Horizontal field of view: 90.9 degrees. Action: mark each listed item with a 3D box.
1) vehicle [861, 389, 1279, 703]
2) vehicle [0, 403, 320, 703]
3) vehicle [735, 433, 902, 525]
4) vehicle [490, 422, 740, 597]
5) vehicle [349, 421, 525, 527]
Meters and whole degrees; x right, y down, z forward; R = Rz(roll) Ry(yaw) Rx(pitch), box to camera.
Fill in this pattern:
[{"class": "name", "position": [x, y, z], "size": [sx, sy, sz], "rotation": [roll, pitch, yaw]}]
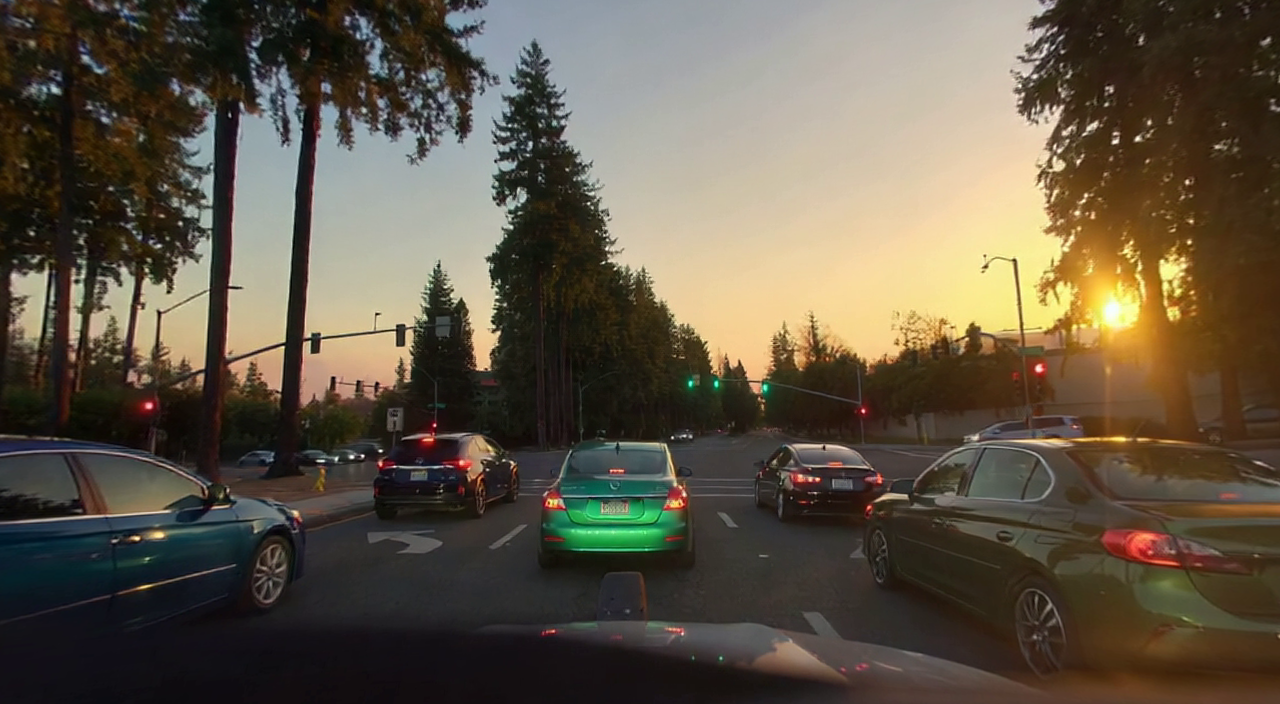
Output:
[{"class": "vehicle", "position": [3.141, 1.150, 4.057], "size": [1.903, 1.480, 4.270], "rotation": [0, -8, 0]}, {"class": "vehicle", "position": [-3.637, 1.021, 3.006], "size": [1.935, 1.482, 4.433], "rotation": [0, -8, -1]}, {"class": "vehicle", "position": [3.193, 2.335, 12.329], "size": [1.975, 1.460, 4.357], "rotation": [0, -8, 0]}, {"class": "vehicle", "position": [-0.247, 1.640, 7.402], "size": [2.147, 1.479, 3.803], "rotation": [0, -8, -1]}, {"class": "vehicle", "position": [-3.716, 2.312, 12.489], "size": [1.961, 1.714, 4.268], "rotation": [0, -8, 2]}]
